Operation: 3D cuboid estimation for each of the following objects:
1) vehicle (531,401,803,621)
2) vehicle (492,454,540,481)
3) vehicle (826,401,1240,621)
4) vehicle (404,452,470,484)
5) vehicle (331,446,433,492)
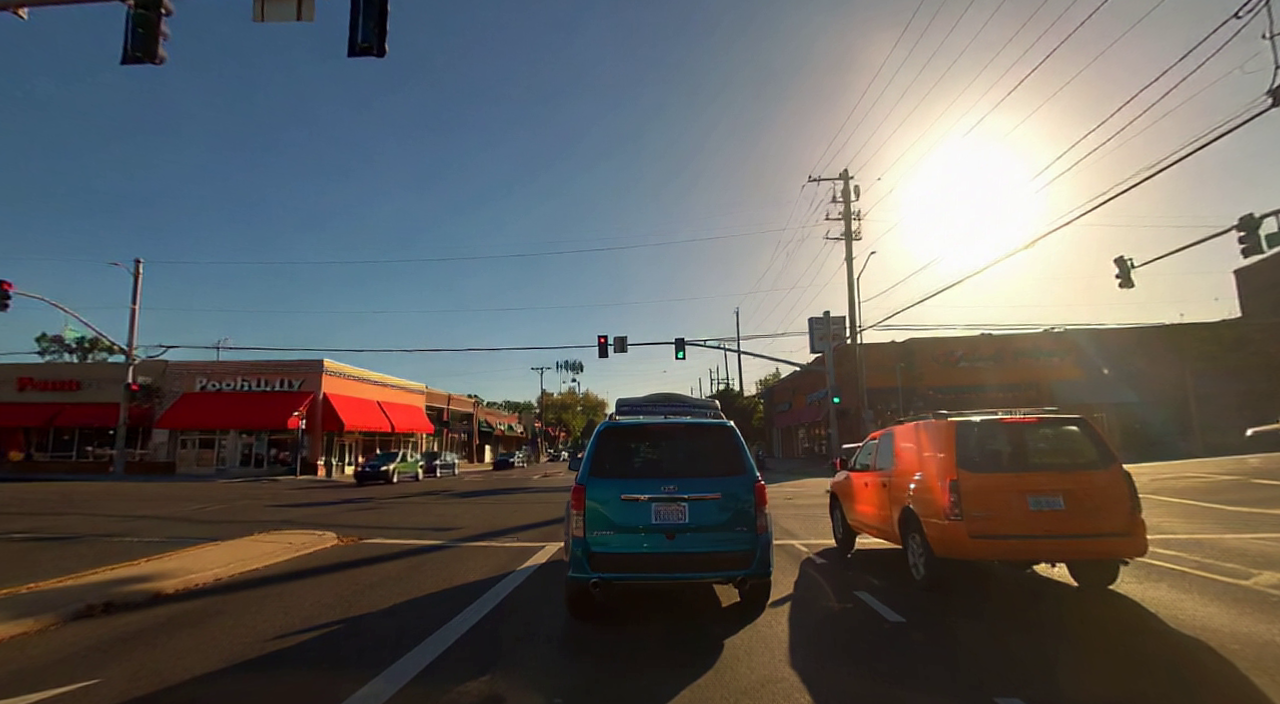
[{"bbox_3d":[0.258,1.514,6.860,2.098,1.682,3.778,0,-8,2],"label":"vehicle"},{"bbox_3d":[-8.619,8.072,44.263,1.957,1.709,4.574,-1,-8,6],"label":"vehicle"},{"bbox_3d":[3.619,1.522,6.986,1.976,1.664,4.189,0,-8,2],"label":"vehicle"},{"bbox_3d":[-12.664,7.222,39.721,2.090,1.806,4.971,-1,-8,5],"label":"vehicle"},{"bbox_3d":[-10.530,4.762,26.163,2.023,1.713,4.451,-1,-8,5],"label":"vehicle"}]
